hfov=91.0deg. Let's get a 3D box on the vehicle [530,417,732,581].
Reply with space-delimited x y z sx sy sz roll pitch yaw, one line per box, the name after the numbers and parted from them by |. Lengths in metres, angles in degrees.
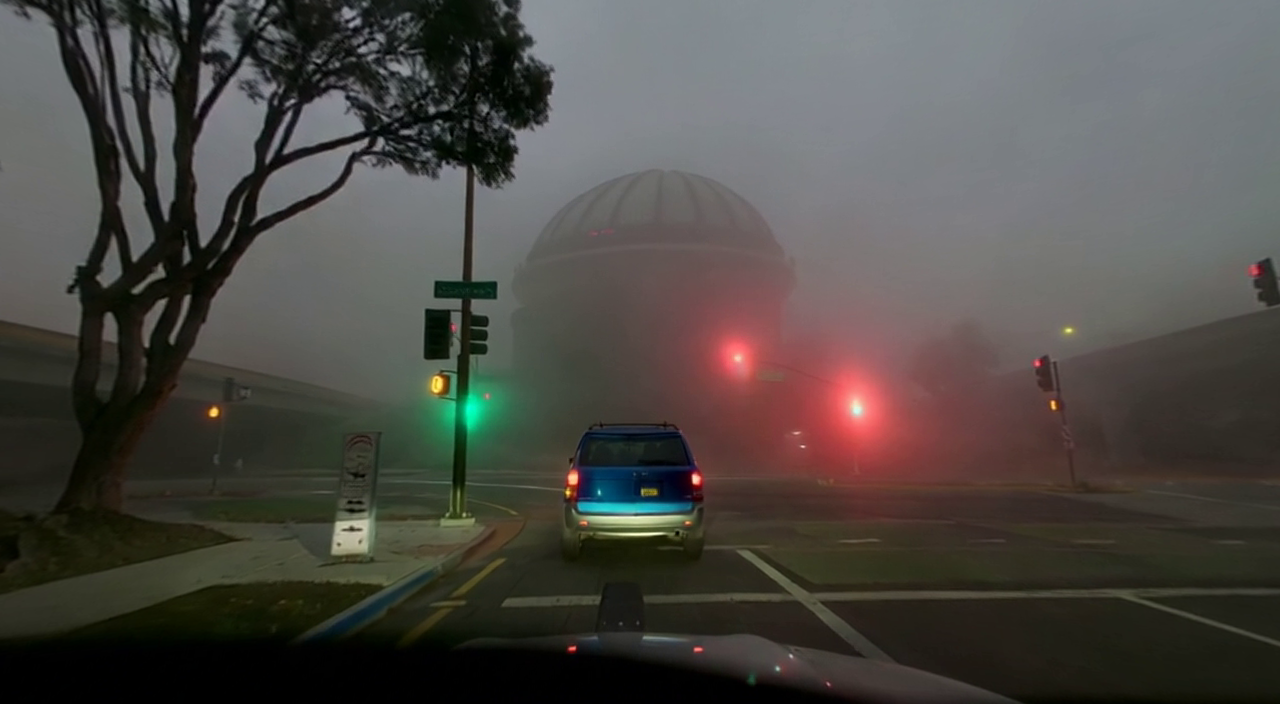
-0.147 1.735 8.121 1.976 1.584 3.772 1 -9 -2 | vehicle
